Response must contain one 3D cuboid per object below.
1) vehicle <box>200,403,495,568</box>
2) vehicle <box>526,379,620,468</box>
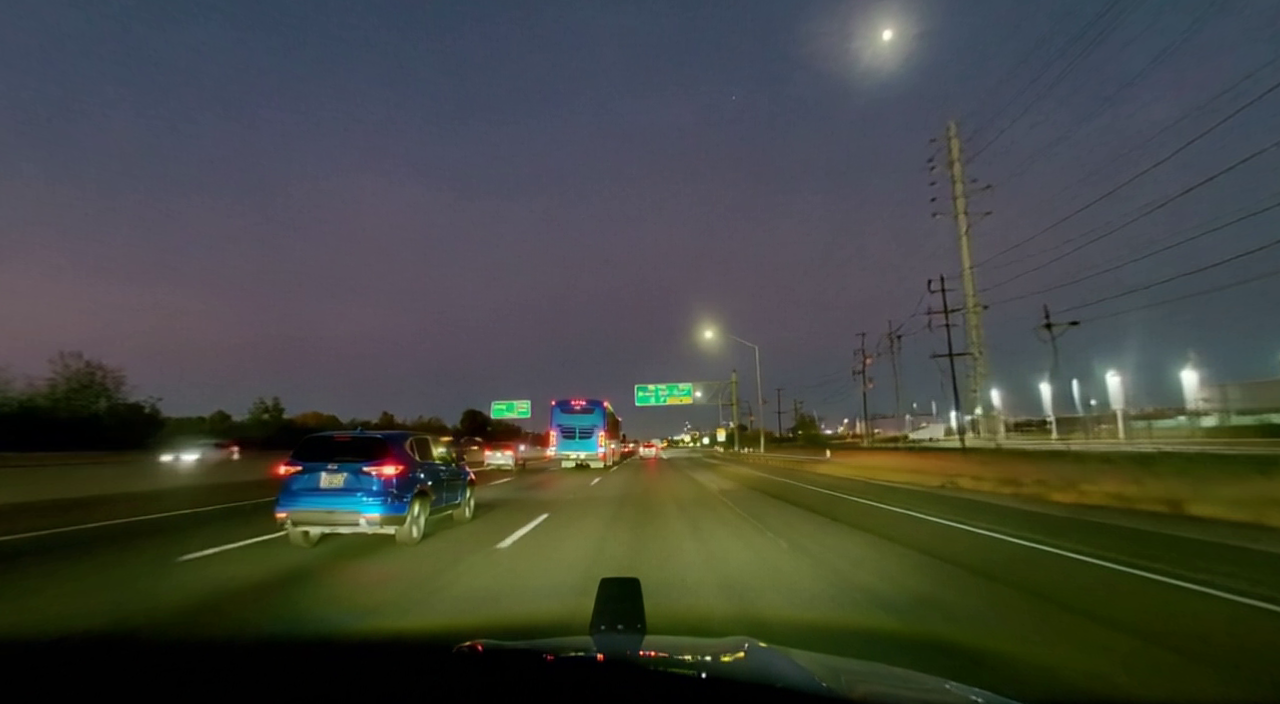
[{"bbox_3d":[-3.607,1.731,8.872,2.021,1.730,4.223,0,-8,1],"label":"vehicle"},{"bbox_3d":[-3.033,3.987,32.951,3.382,3.712,11.766,2,-9,1],"label":"vehicle"}]
